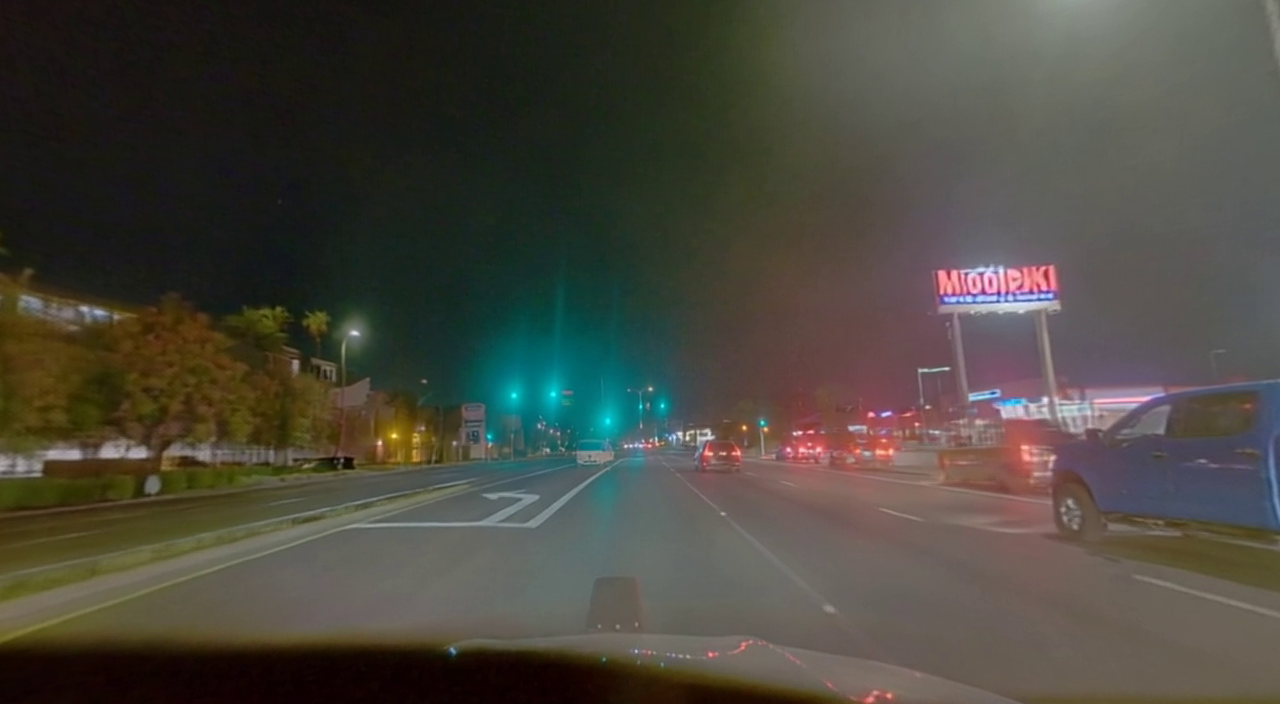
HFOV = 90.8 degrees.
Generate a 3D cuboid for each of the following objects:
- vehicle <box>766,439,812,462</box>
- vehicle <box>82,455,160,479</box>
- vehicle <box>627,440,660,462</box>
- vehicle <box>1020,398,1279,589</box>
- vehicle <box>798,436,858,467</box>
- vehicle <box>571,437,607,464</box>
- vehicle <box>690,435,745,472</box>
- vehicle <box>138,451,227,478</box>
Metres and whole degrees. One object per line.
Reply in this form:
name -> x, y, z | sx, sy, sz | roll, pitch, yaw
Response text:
vehicle -> 10.510, 6.984, 45.011 | 1.957, 1.500, 4.816 | 0, -9, -2
vehicle -> -40.228, 8.890, 49.049 | 1.879, 1.747, 4.268 | -8, -11, 40
vehicle -> 0.233, 7.039, 45.070 | 2.258, 1.468, 4.076 | 0, -9, 0
vehicle -> 6.520, 1.329, 6.274 | 2.140, 1.606, 5.437 | -1, -9, 0
vehicle -> 10.535, 5.614, 35.707 | 1.965, 1.573, 4.308 | 0, -9, -1
vehicle -> -3.451, 6.814, 43.725 | 2.117, 1.751, 4.478 | -1, -9, 0
vehicle -> 3.431, 4.609, 28.822 | 1.889, 1.541, 4.303 | 0, -9, -1
vehicle -> -35.708, 8.751, 49.398 | 5.329, 1.893, 2.122 | 7, -12, -42
